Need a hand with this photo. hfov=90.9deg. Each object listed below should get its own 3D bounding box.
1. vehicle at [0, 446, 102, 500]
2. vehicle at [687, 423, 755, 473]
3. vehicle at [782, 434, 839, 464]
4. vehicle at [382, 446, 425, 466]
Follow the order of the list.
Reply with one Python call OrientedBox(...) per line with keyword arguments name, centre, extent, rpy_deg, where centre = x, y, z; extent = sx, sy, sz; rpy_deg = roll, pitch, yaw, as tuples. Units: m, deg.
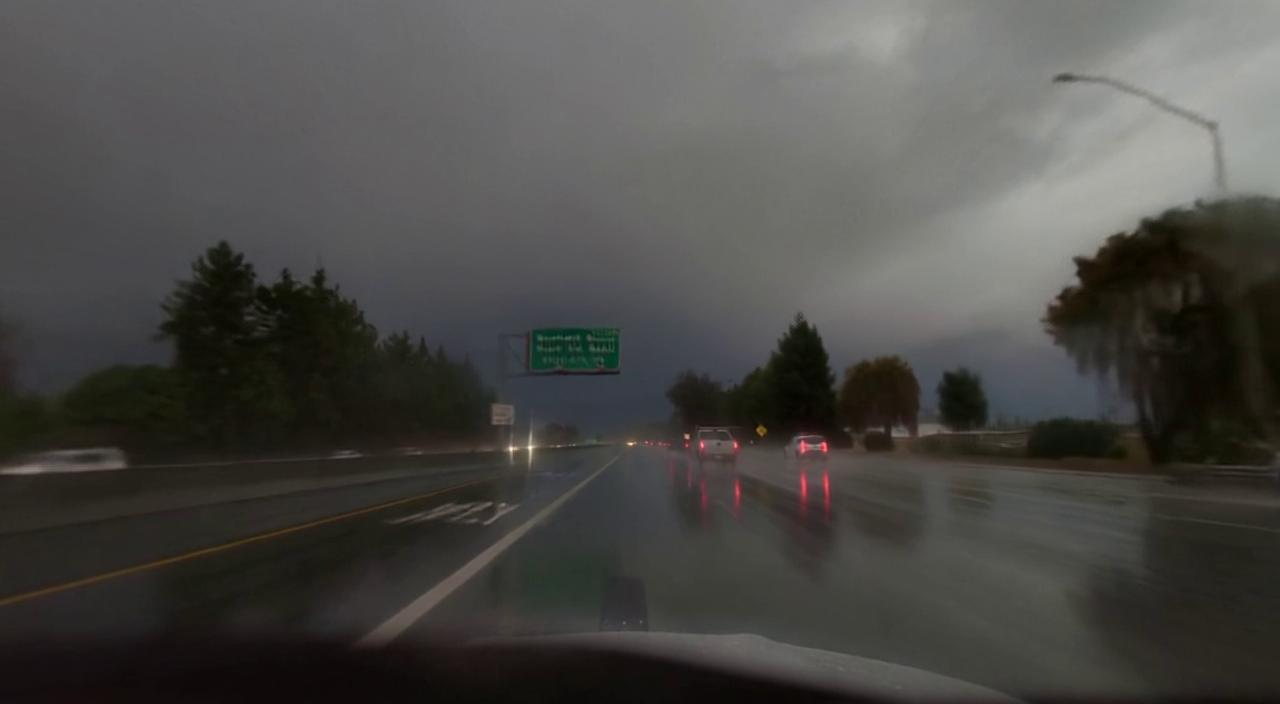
OrientedBox(name="vehicle", centre=(-21.097, 4.050, 21.348), extent=(1.859, 1.654, 4.370), rpy_deg=(0, -8, 0))
OrientedBox(name="vehicle", centre=(3.459, 4.233, 28.032), extent=(2.218, 1.964, 5.662), rpy_deg=(0, -8, 0))
OrientedBox(name="vehicle", centre=(10.297, 5.888, 38.464), extent=(2.045, 1.658, 4.598), rpy_deg=(0, -8, -2))
OrientedBox(name="vehicle", centre=(-18.061, 7.968, 48.369), extent=(1.780, 1.457, 3.809), rpy_deg=(0, -8, 0))
